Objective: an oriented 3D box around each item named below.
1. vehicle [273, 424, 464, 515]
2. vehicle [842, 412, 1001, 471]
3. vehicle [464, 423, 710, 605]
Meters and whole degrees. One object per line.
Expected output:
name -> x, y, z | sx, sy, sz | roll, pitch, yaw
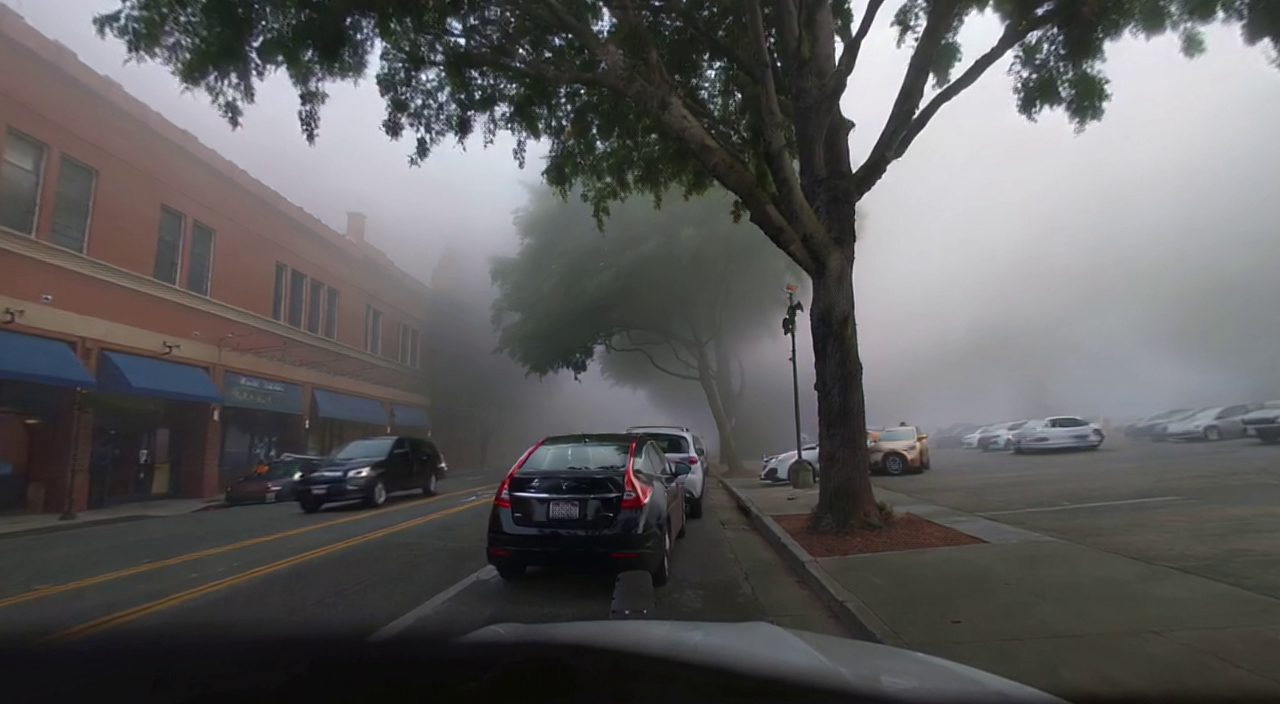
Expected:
vehicle -> -6.289, 2.784, 15.396 | 2.071, 1.811, 4.711 | -3, -9, 8
vehicle -> 9.016, 2.835, 20.219 | 4.558, 1.528, 1.915 | 0, -8, -23
vehicle -> -0.265, 1.639, 7.316 | 1.939, 1.478, 3.922 | -2, -8, 9
